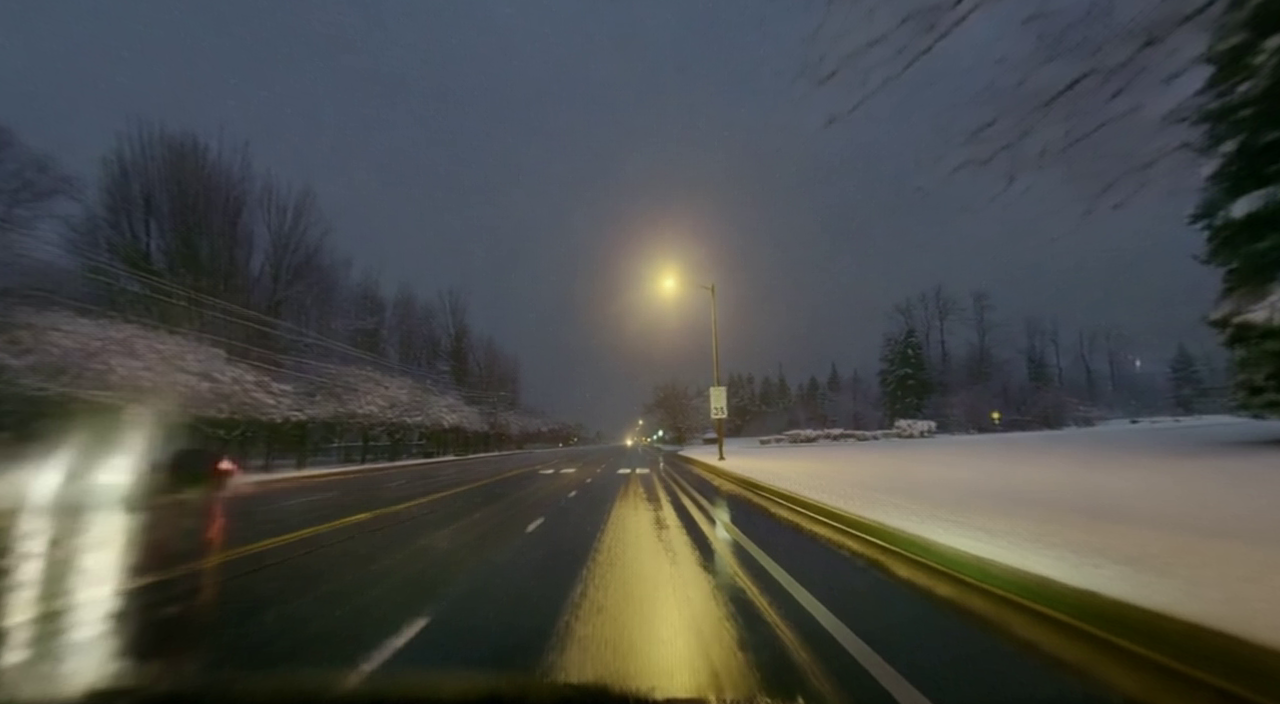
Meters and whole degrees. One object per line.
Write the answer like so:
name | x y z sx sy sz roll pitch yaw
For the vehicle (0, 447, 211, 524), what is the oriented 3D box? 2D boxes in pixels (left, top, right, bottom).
vehicle | -13.118 3.123 15.440 2.078 1.573 4.533 0 -8 0
